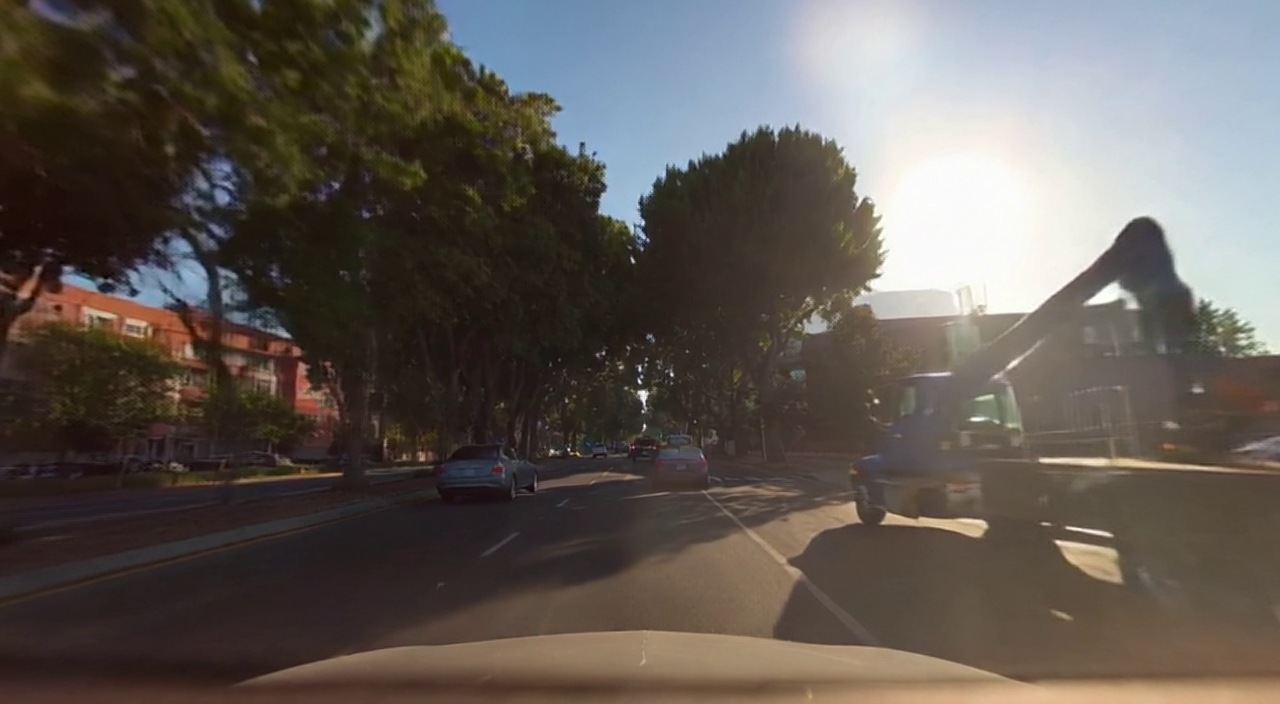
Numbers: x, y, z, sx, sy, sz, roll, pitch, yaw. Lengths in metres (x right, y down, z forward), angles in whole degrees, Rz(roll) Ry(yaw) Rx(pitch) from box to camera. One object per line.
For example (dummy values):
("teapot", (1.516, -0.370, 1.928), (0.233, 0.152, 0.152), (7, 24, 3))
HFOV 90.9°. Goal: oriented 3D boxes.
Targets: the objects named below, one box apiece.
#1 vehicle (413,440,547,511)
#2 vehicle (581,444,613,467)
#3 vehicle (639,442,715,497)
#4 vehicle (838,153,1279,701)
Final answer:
("vehicle", (-3.829, 3.043, 16.097), (2.003, 1.507, 4.808), (0, -9, 2))
("vehicle", (-3.206, 7.892, 48.167), (2.062, 1.641, 4.193), (0, -9, 2))
("vehicle", (1.154, 3.543, 19.377), (2.086, 1.466, 4.026), (-1, -9, 4))
("vehicle", (5.391, 0.980, 7.551), (3.089, 3.258, 8.841), (0, -8, 0))
